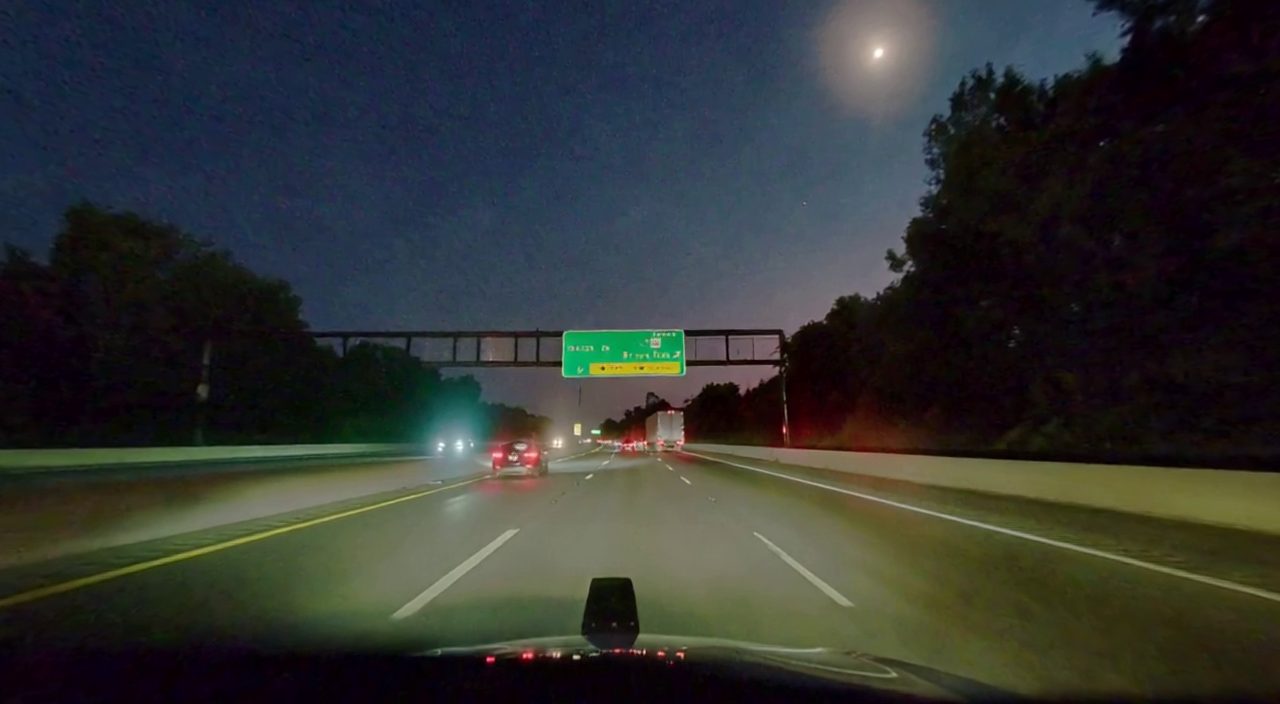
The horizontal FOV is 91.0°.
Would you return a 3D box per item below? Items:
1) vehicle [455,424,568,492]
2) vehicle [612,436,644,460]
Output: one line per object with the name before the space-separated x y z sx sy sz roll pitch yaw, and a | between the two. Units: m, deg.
vehicle | -3.654 3.119 18.922 2.377 1.747 4.703 0 -8 0
vehicle | -0.796 6.586 43.400 2.125 1.542 3.816 0 -8 0
